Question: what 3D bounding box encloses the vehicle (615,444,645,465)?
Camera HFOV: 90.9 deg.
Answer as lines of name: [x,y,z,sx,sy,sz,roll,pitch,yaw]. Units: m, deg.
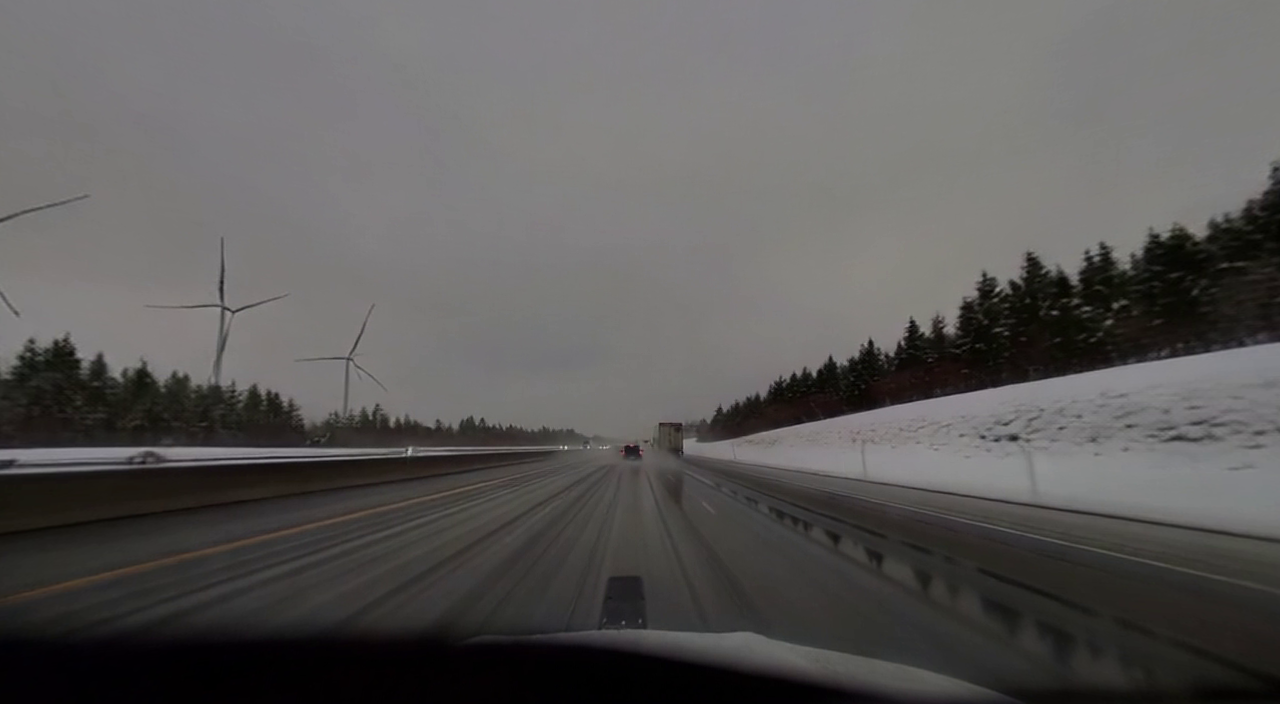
vehicle: [-0.767,7.702,47.506,2.209,1.453,3.695,0,-9,-1]
